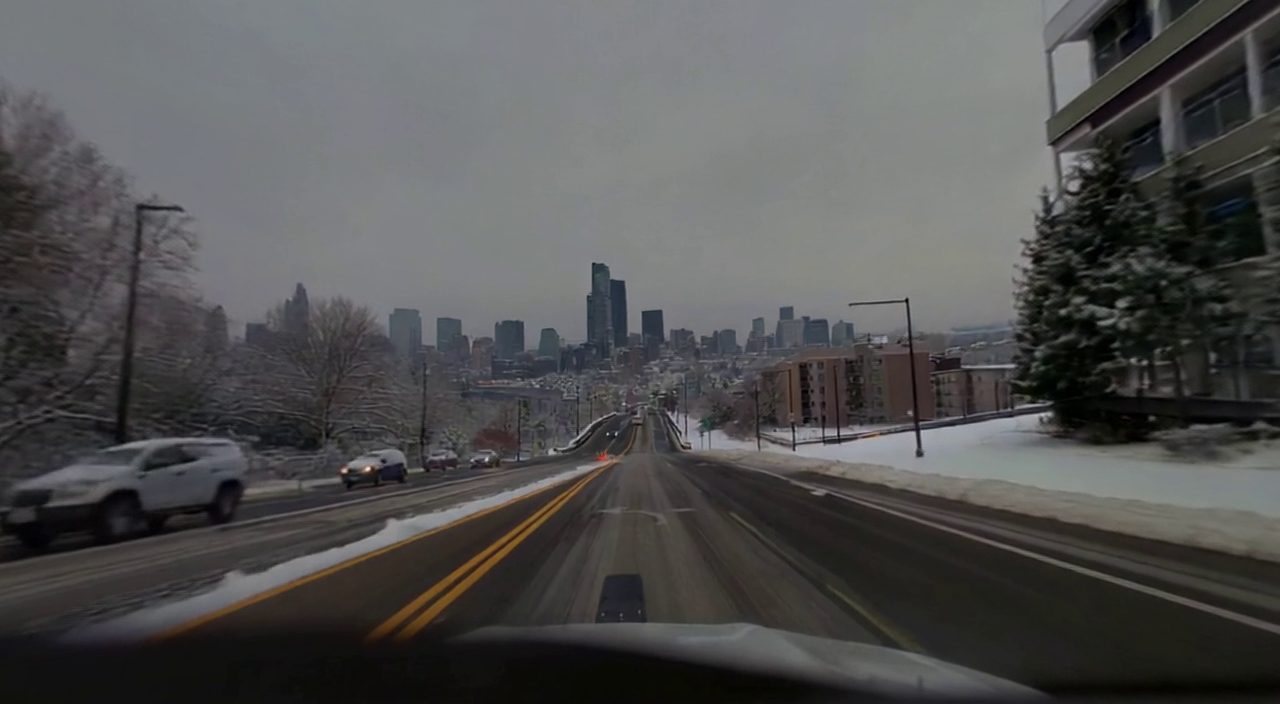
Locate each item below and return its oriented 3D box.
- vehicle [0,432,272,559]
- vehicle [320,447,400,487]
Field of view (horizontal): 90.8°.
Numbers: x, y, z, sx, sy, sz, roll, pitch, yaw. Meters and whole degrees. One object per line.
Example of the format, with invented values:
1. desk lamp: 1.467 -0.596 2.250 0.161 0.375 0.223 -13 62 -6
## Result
1. vehicle: -9.244 2.498 11.864 2.112 1.873 4.717 1 -8 -5
2. vehicle: -12.061 4.941 27.598 2.145 1.559 4.967 2 -9 -11
